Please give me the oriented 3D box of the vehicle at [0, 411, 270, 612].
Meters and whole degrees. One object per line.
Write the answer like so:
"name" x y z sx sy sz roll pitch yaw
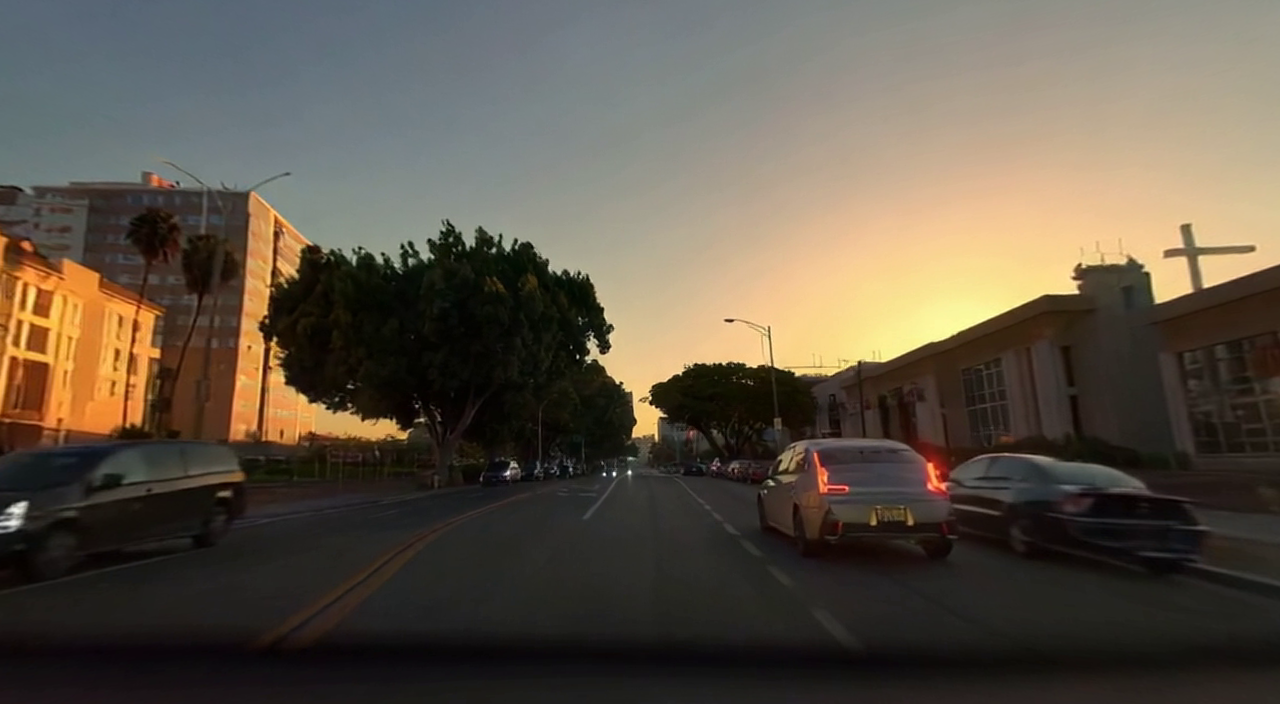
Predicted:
"vehicle" -8.103 2.096 9.180 2.100 2.227 5.094 -1 -8 3

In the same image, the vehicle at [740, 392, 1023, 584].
"vehicle" 2.708 1.642 8.401 1.995 1.858 4.333 0 -8 0

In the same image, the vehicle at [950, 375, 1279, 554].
"vehicle" 5.789 1.566 7.421 1.815 1.220 5.003 -6 -20 0

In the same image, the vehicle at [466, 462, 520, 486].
"vehicle" -9.198 7.678 39.927 2.118 1.305 4.687 -2 -9 2

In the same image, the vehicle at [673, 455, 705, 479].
"vehicle" 3.719 8.773 48.365 2.196 1.655 3.939 0 -8 2
